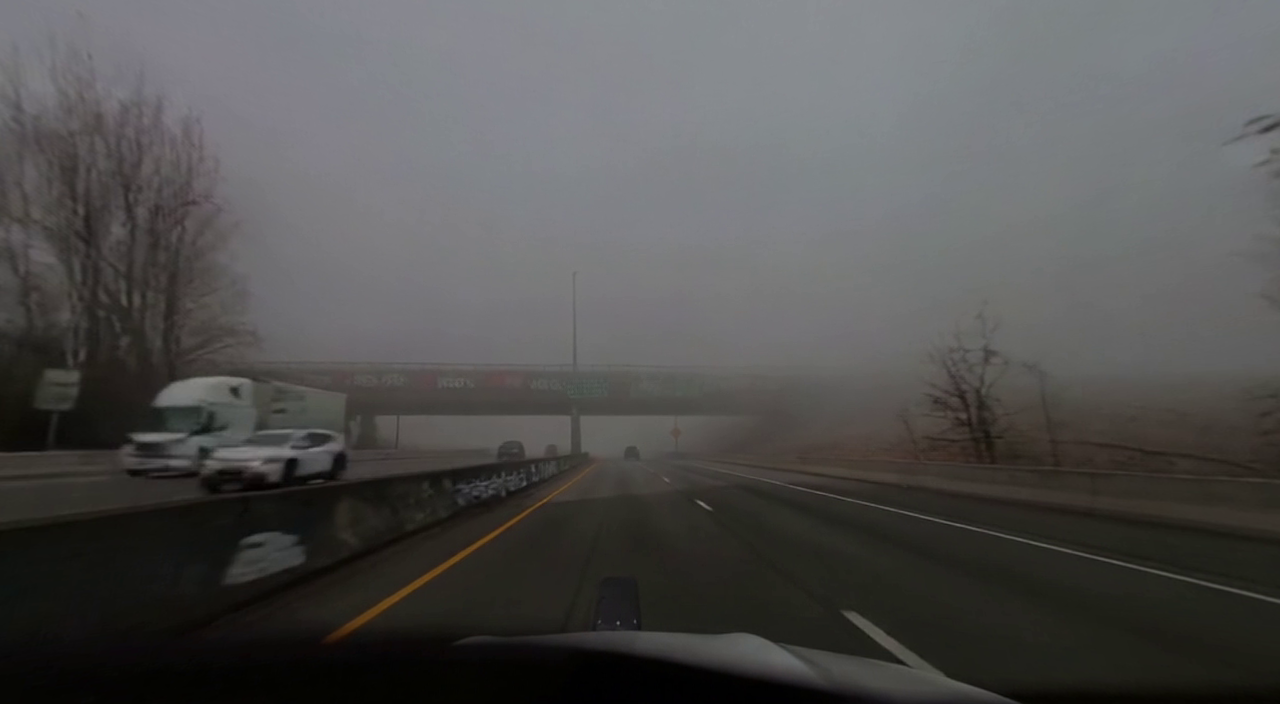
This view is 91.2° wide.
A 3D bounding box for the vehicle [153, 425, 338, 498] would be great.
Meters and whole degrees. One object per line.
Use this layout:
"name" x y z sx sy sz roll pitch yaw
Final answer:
"vehicle" -9.221 2.600 15.146 1.857 1.490 4.145 0 -9 -2
